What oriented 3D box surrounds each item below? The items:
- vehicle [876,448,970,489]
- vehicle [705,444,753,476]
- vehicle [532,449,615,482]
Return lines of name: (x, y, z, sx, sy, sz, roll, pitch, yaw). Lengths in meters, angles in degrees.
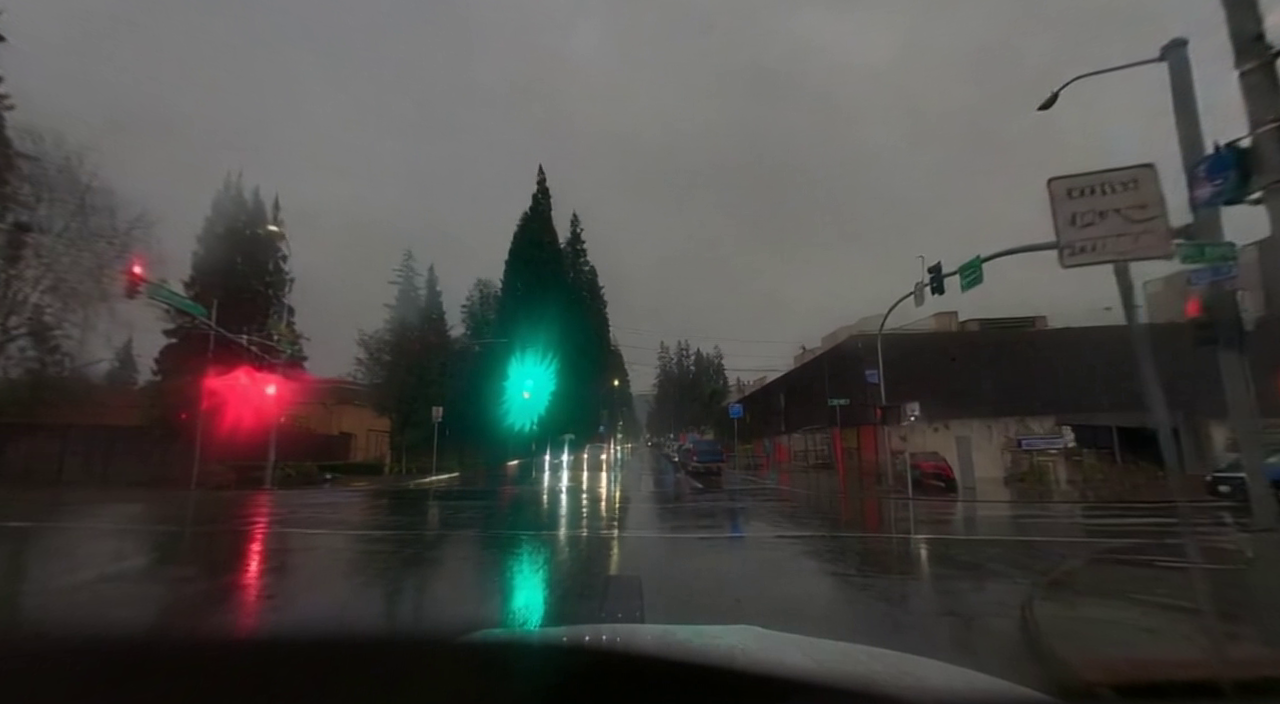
vehicle: (11.600, 4.858, 26.168, 1.922, 1.529, 3.964, 1, -12, -2)
vehicle: (5.887, 7.123, 41.835, 1.491, 2.041, 2.964, 6, -10, -35)
vehicle: (-3.485, 5.911, 33.153, 3.991, 1.526, 1.868, -4, -9, 30)
